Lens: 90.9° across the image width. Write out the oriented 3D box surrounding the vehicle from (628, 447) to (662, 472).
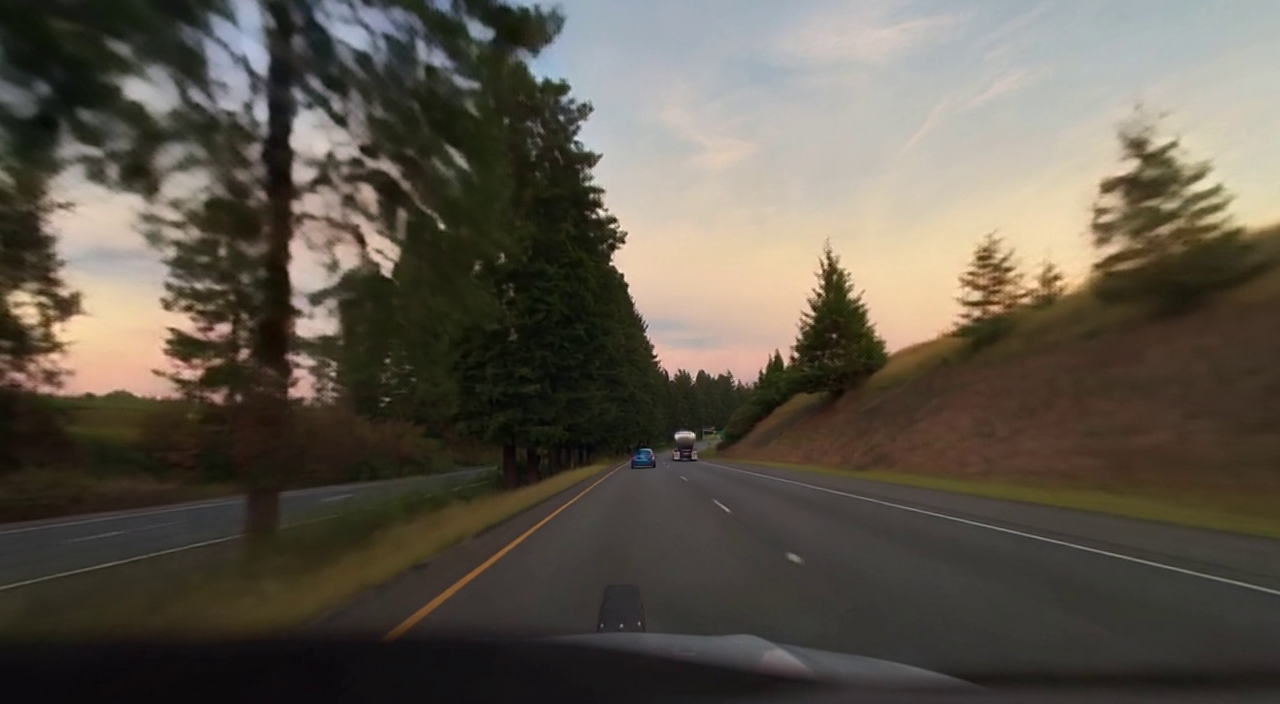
[{"bbox_3d":[0.277,6.472,38.032,1.926,1.386,3.615,0,-9,0],"label":"vehicle"}]
